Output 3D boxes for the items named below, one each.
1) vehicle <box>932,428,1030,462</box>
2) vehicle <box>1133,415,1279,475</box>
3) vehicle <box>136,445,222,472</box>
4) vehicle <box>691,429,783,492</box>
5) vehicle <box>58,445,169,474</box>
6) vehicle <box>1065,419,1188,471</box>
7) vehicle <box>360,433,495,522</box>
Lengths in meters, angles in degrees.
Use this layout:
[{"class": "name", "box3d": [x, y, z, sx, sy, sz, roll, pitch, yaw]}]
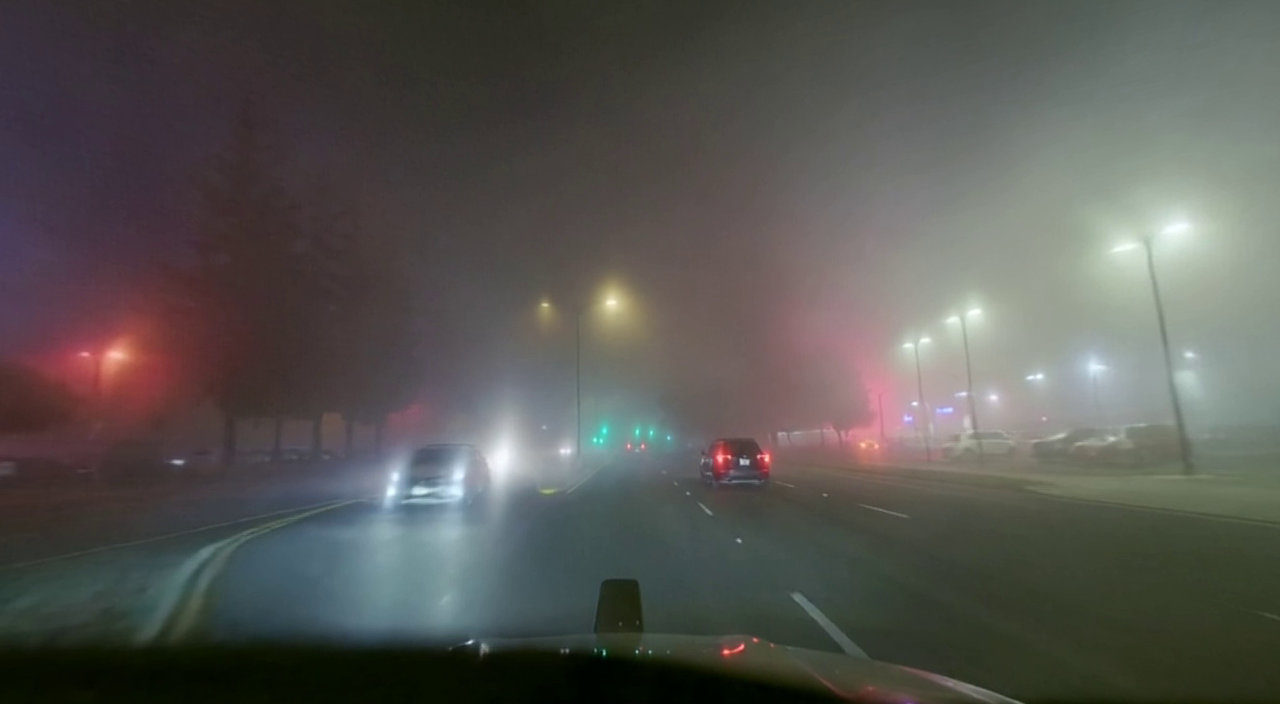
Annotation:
[{"class": "vehicle", "box3d": [17.528, 4.768, 32.430, 4.591, 1.645, 1.914, 4, -9, -24]}, {"class": "vehicle", "box3d": [18.190, 2.943, 20.090, 4.446, 1.692, 2.184, 4, -9, -28]}, {"class": "vehicle", "box3d": [-30.080, 6.963, 41.341, 3.990, 1.569, 2.071, -1, -9, -2]}, {"class": "vehicle", "box3d": [2.790, 3.242, 19.188, 1.963, 1.677, 4.229, 0, -8, -2]}, {"class": "vehicle", "box3d": [-29.733, 6.044, 35.769, 4.500, 1.559, 2.001, 0, -8, 1]}, {"class": "vehicle", "box3d": [17.765, 3.390, 23.070, 4.074, 1.706, 1.972, 5, -10, -29]}, {"class": "vehicle", "box3d": [-4.214, 2.549, 13.255, 1.905, 1.471, 4.302, -1, -9, -8]}]
